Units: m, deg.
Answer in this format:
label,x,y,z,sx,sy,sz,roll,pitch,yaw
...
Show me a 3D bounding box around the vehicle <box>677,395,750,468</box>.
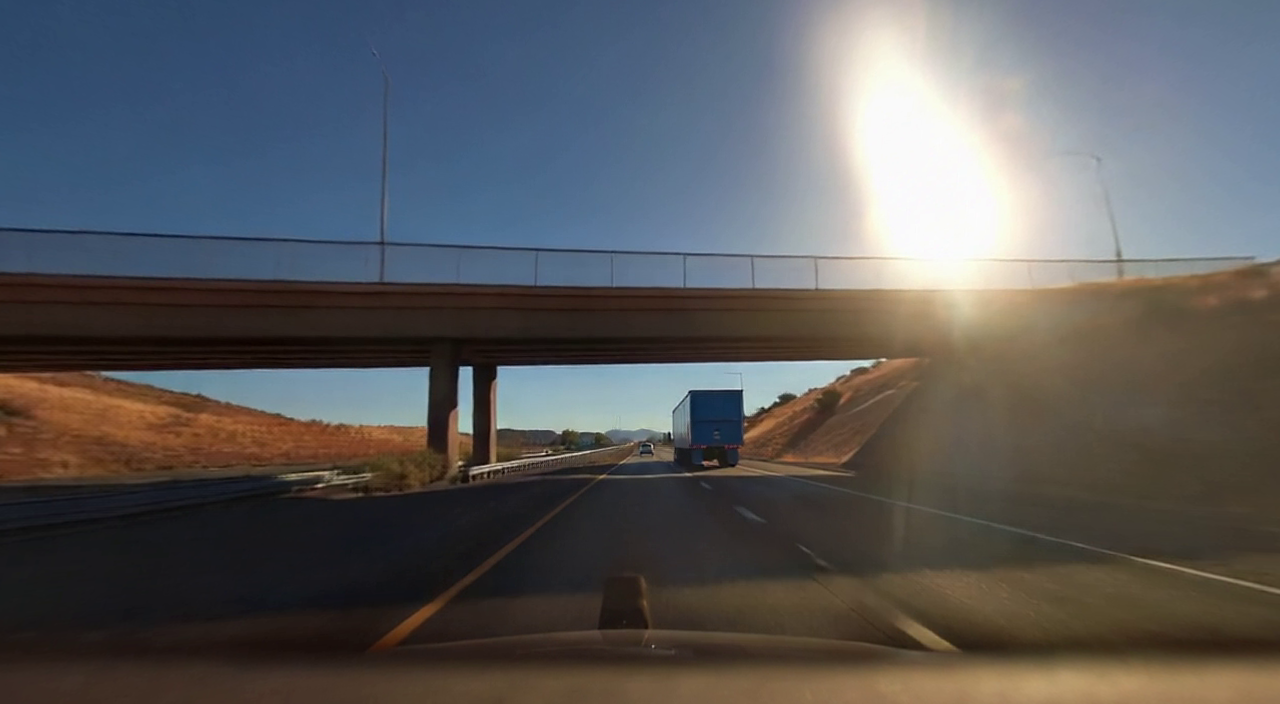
label,x,y,z,sx,sy,sz,roll,pitch,yaw
vehicle,4.171,4.914,38.391,3.024,3.834,10.128,0,-8,-1
